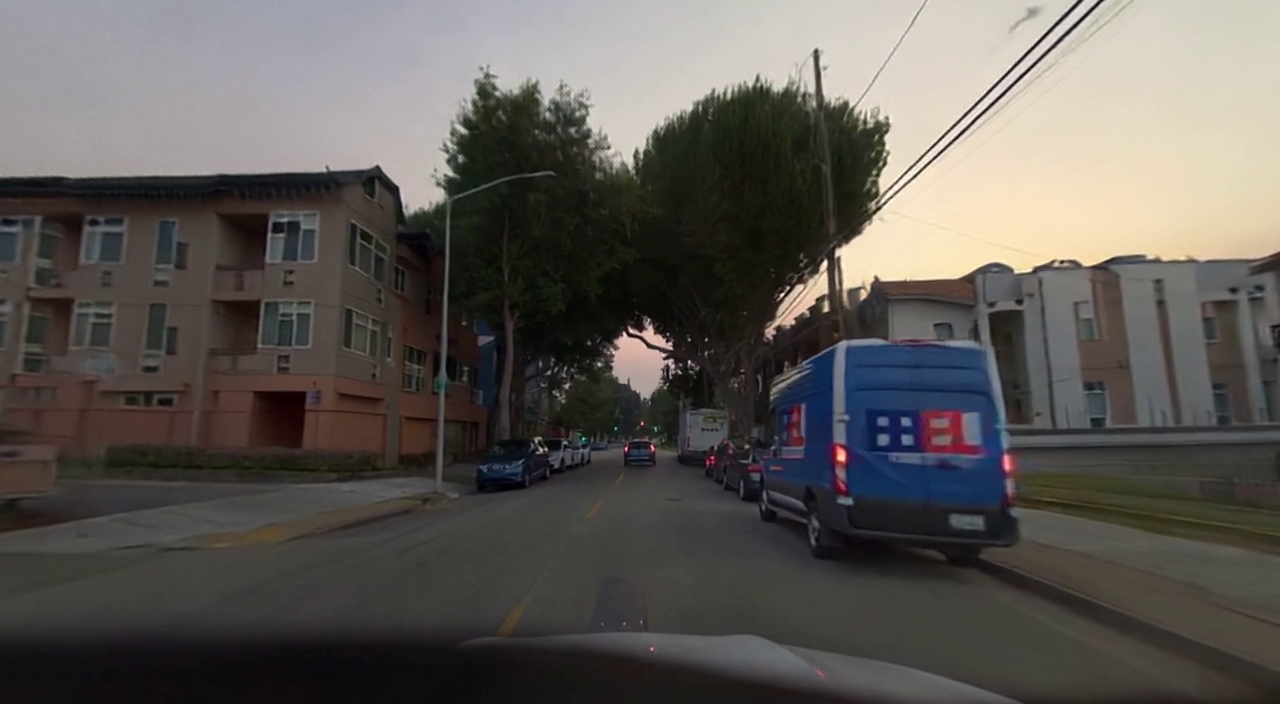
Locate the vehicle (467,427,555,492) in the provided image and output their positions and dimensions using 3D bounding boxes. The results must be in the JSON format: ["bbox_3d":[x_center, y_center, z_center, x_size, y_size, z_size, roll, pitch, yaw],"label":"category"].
[{"bbox_3d":[-4.062,3.401,20.526,1.951,1.662,4.046,1,-4,1],"label":"vehicle"}]

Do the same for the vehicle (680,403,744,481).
[{"bbox_3d":[3.197,4.000,29.450,2.489,3.082,6.627,0,-4,2],"label":"vehicle"}]

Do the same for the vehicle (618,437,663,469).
[{"bbox_3d":[0.099,4.958,31.141,2.095,1.510,3.605,0,-8,2],"label":"vehicle"}]

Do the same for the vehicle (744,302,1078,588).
[{"bbox_3d":[3.139,1.289,9.175,2.245,2.843,5.762,0,-8,0],"label":"vehicle"}]
